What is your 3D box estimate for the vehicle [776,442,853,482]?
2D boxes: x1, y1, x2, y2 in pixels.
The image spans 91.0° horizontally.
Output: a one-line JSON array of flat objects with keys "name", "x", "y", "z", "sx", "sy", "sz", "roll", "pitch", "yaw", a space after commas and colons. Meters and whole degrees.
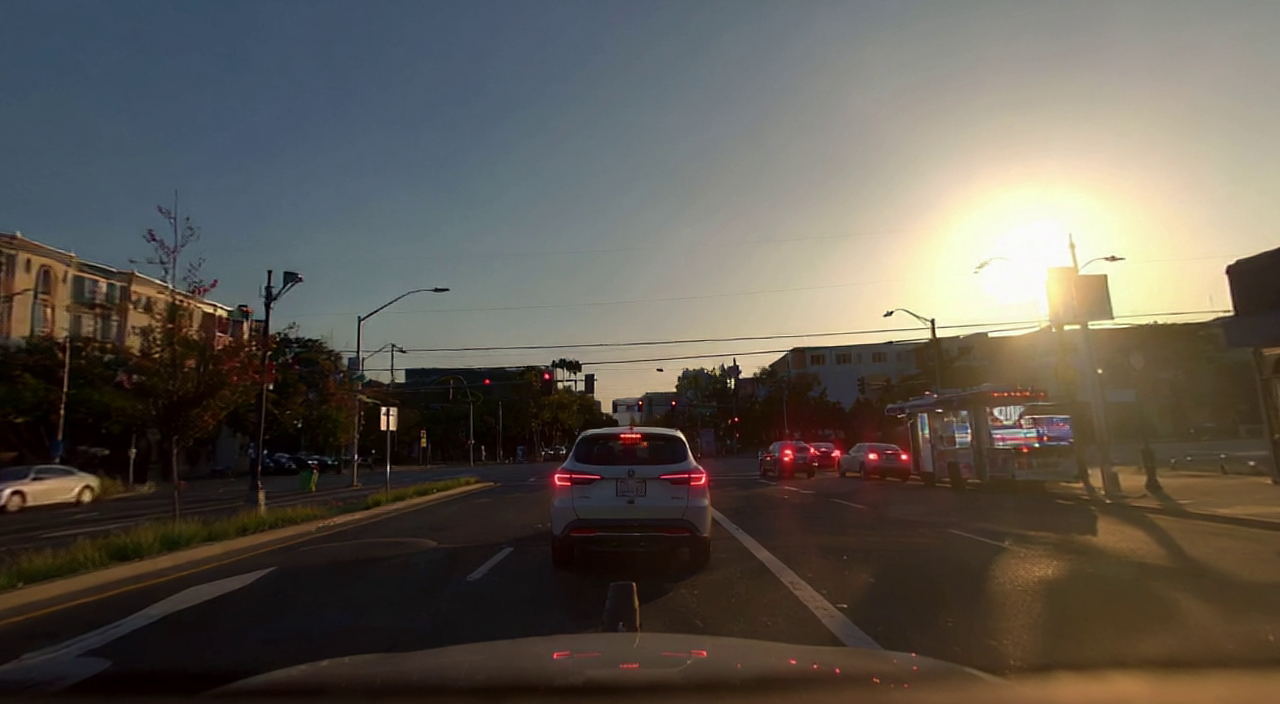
[{"name": "vehicle", "x": 6.865, "y": 4.375, "z": 25.259, "sx": 1.833, "sy": 1.452, "sz": 4.237, "roll": 0, "pitch": -8, "yaw": 0}]

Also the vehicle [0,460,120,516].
[{"name": "vehicle", "x": -19.141, "y": 4.208, "z": 19.878, "sx": 1.969, "sy": 1.458, "sz": 4.300, "roll": 1, "pitch": -9, "yaw": -5}]

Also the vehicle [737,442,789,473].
[{"name": "vehicle", "x": 6.279, "y": 5.454, "z": 32.638, "sx": 1.961, "sy": 1.477, "sz": 4.454, "roll": 0, "pitch": -8, "yaw": 2}]

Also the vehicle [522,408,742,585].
[{"name": "vehicle", "x": -0.058, "y": 1.694, "z": 8.117, "sx": 2.115, "sy": 1.700, "sz": 3.901, "roll": 0, "pitch": -8, "yaw": 1}]
